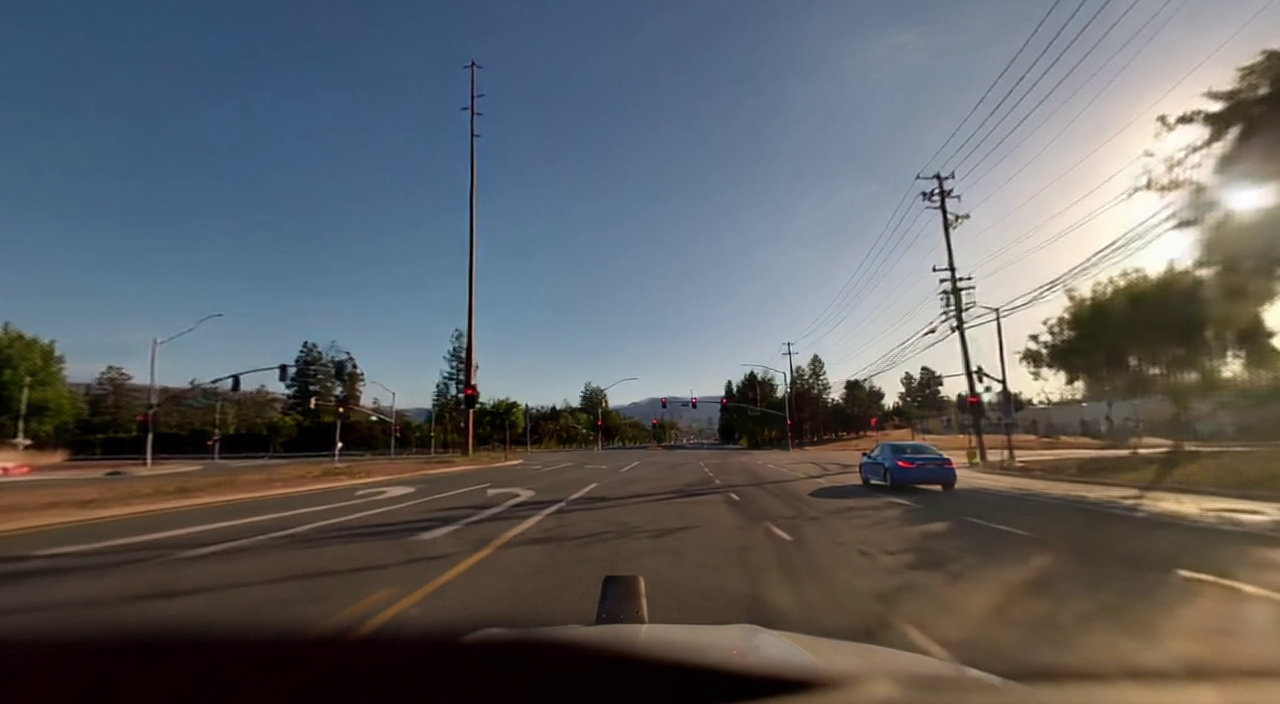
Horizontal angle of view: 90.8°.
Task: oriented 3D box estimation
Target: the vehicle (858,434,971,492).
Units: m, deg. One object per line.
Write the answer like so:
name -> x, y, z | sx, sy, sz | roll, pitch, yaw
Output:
vehicle -> 8.036, 3.274, 18.893 | 1.797, 1.544, 3.685 | 0, -9, 2
